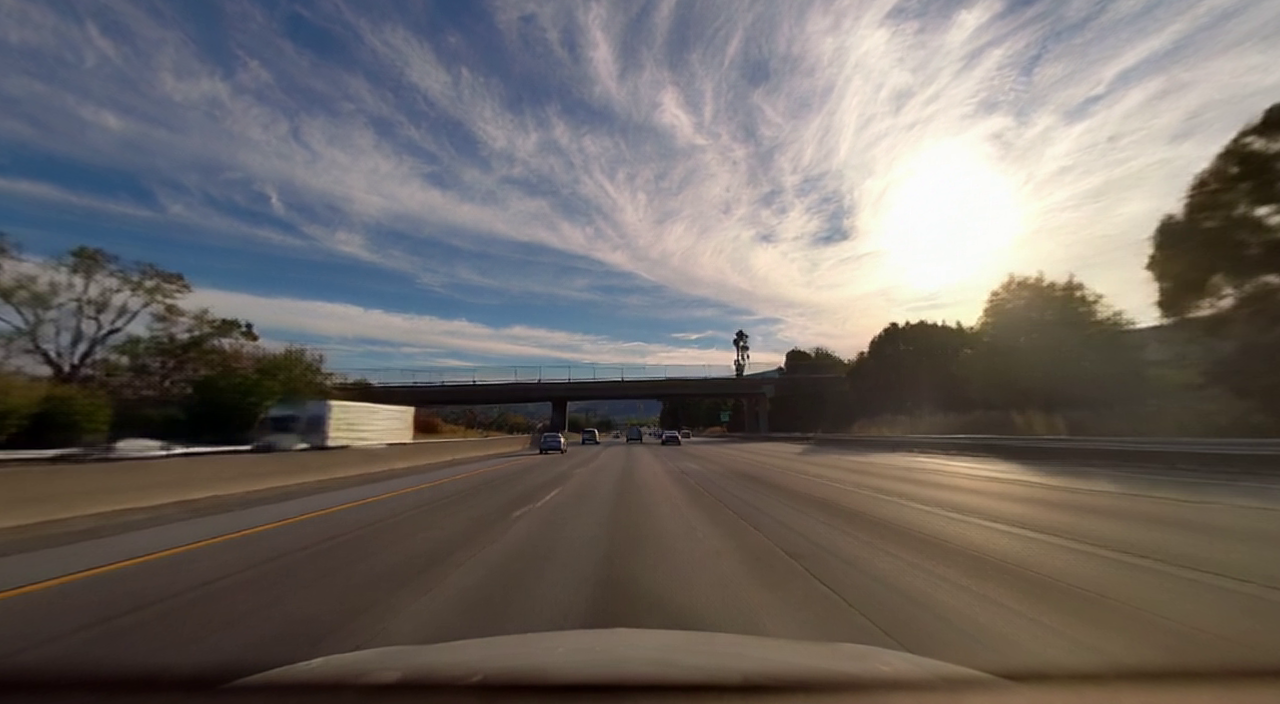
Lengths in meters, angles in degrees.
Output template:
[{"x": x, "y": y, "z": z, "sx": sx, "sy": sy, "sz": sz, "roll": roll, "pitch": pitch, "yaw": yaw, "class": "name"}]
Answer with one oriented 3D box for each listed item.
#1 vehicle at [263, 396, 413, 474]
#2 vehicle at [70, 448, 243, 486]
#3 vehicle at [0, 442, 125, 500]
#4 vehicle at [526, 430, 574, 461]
[{"x": -13.372, "y": 3.805, "z": 28.916, "sx": 2.867, "sy": 3.047, "sz": 8.034, "roll": 0, "pitch": -8, "yaw": 0, "class": "vehicle"}, {"x": -17.624, "y": 4.214, "z": 23.467, "sx": 2.187, "sy": 1.138, "sz": 5.521, "roll": 0, "pitch": -8, "yaw": -1, "class": "vehicle"}, {"x": -17.452, "y": 3.320, "z": 18.021, "sx": 1.752, "sy": 1.452, "sz": 4.406, "roll": 0, "pitch": -8, "yaw": -1, "class": "vehicle"}, {"x": -4.597, "y": 4.805, "z": 32.641, "sx": 1.933, "sy": 1.473, "sz": 4.023, "roll": 0, "pitch": -8, "yaw": -1, "class": "vehicle"}]
